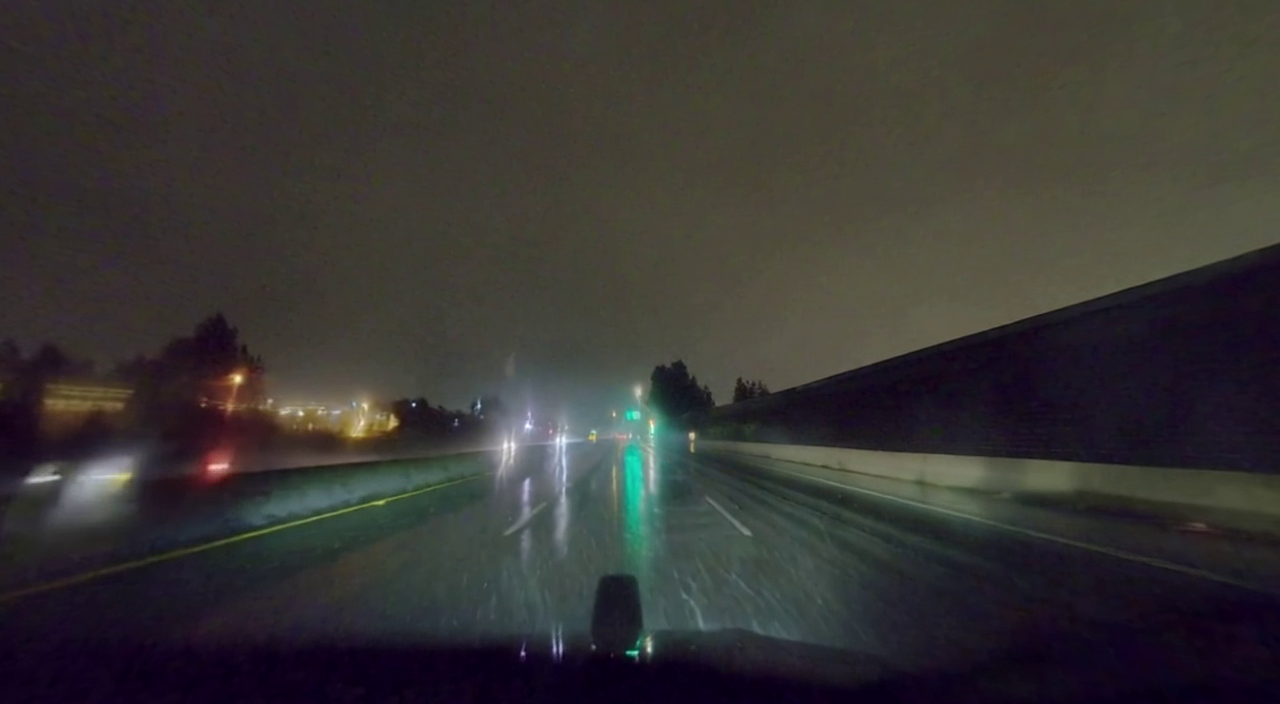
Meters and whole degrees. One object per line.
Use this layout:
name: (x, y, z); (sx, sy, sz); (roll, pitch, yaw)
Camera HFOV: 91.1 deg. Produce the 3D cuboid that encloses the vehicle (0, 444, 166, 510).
vehicle: (-16.114, 3.406, 17.724); (1.944, 1.556, 4.504); (0, -8, 0)
